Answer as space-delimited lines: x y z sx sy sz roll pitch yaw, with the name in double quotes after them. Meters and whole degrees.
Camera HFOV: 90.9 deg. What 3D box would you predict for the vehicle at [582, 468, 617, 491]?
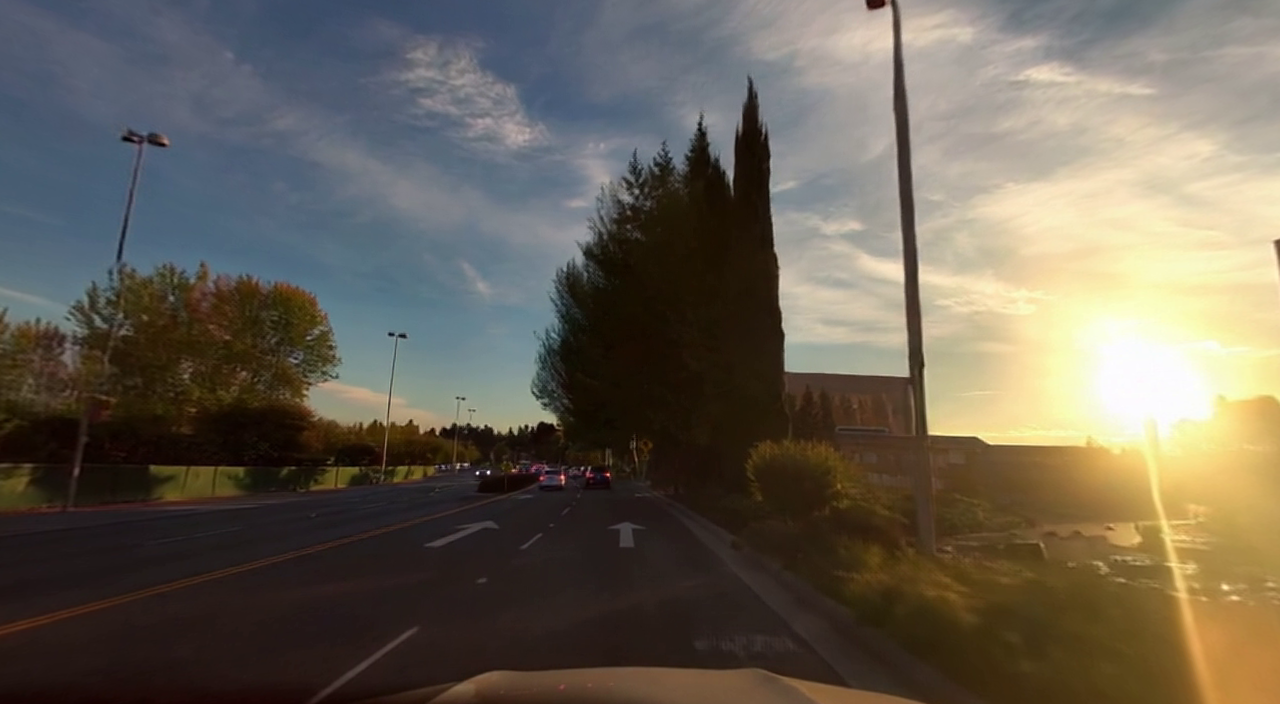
-2.865 8.831 43.729 2.129 1.471 4.258 2 -10 -7 "vehicle"
